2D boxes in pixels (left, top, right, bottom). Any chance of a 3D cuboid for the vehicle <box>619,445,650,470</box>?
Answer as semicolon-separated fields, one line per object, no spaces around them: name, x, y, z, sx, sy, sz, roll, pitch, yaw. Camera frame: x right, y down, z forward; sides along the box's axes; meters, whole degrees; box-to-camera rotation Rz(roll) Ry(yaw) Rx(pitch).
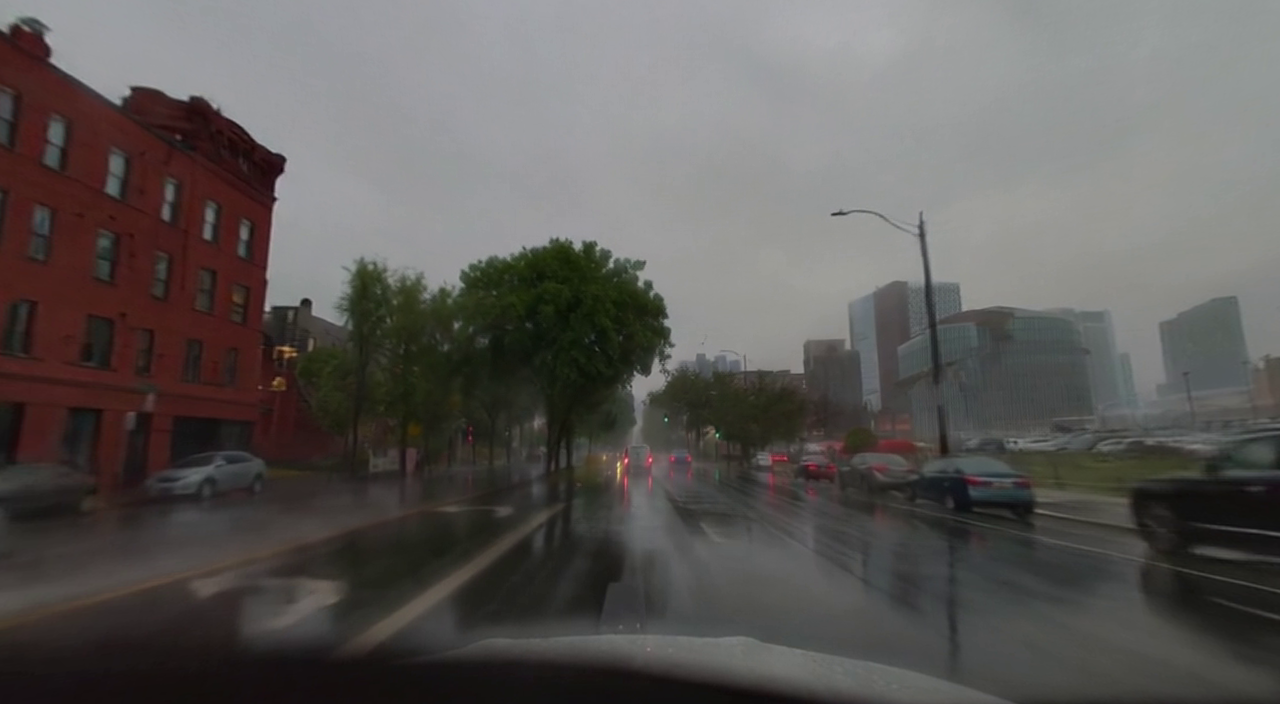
vehicle;-0.441;8.291;49.716;2.329;1.842;4.537;0;-9;-1

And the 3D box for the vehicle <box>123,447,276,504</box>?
vehicle;-14.914;4.172;21.786;2.063;1.735;4.317;0;-9;1

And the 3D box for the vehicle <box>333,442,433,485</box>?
vehicle;-14.468;6.286;36.133;2.822;2.230;6.145;0;-9;3

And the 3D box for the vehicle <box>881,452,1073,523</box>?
vehicle;8.022;3.235;15.747;2.030;1.444;4.832;0;-9;-1

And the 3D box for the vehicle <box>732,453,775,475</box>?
vehicle;8.011;7.945;44.985;2.054;1.455;4.786;0;-9;-2

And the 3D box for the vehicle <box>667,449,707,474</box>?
vehicle;2.988;7.135;41.567;2.238;1.499;4.964;0;-9;0

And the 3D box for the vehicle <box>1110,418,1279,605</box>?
vehicle;8.013;1.667;6.546;2.305;1.984;5.002;0;-9;-1
